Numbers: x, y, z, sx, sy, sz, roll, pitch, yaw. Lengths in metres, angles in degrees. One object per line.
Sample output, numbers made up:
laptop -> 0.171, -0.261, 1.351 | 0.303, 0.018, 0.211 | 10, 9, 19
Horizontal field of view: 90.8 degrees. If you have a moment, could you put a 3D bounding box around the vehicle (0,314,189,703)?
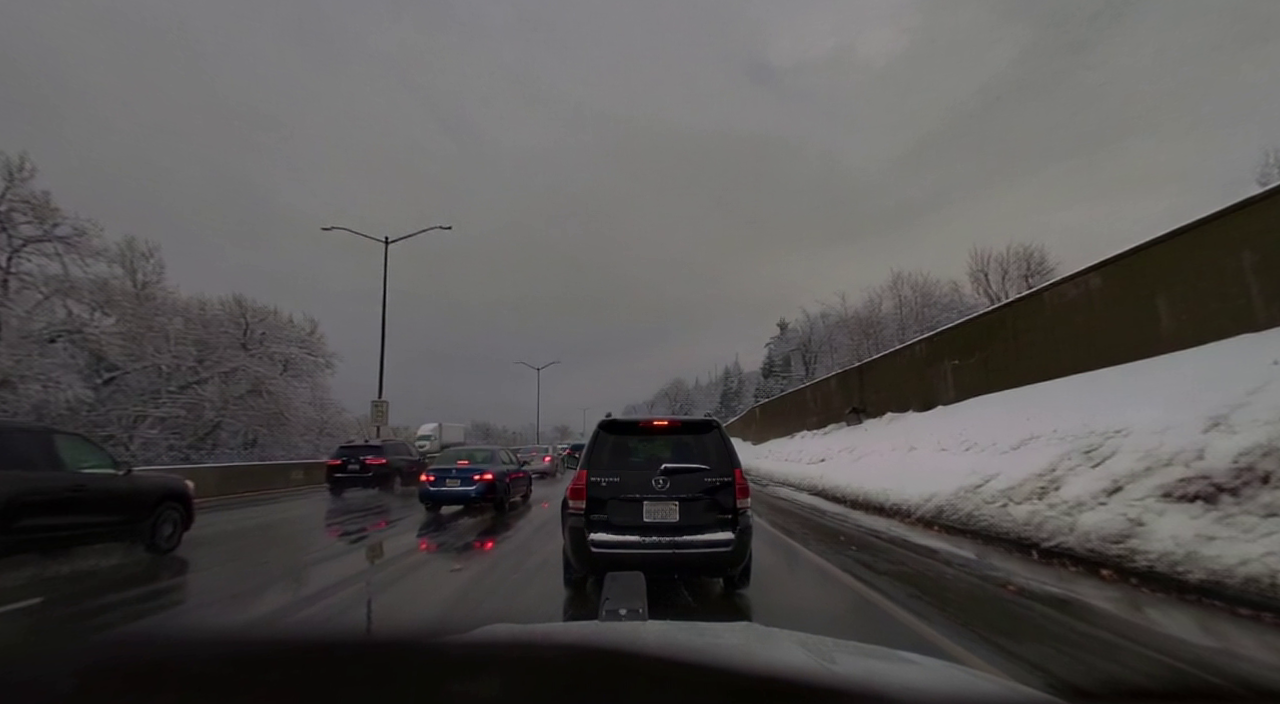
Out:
vehicle -> -3.519, 0.578, 0.934 | 2.085, 1.893, 4.880 | 0, -9, -1

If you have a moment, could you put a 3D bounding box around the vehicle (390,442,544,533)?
vehicle -> -3.231, 2.606, 12.695 | 1.917, 1.506, 3.949 | 0, -9, 1

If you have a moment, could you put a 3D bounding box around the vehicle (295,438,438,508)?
vehicle -> -7.520, 3.343, 17.932 | 1.986, 1.700, 4.558 | 0, -9, 0

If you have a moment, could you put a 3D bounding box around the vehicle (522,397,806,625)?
vehicle -> 0.146, 1.646, 7.652 | 2.210, 1.760, 5.303 | 0, -9, -1
